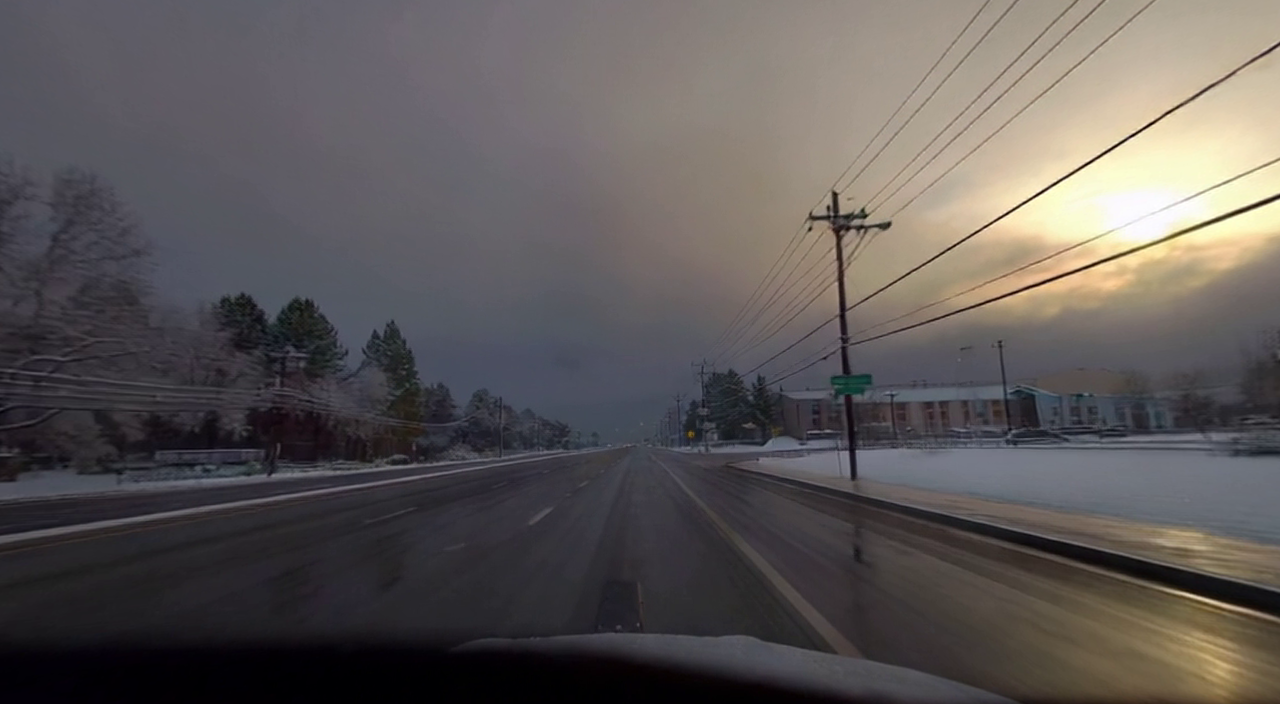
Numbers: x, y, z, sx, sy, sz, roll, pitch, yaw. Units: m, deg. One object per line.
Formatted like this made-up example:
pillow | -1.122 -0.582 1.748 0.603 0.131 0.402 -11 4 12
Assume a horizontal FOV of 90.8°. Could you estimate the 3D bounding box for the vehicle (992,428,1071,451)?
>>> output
vehicle | 25.434 5.737 41.283 1.996 1.442 4.785 0 -8 -2
